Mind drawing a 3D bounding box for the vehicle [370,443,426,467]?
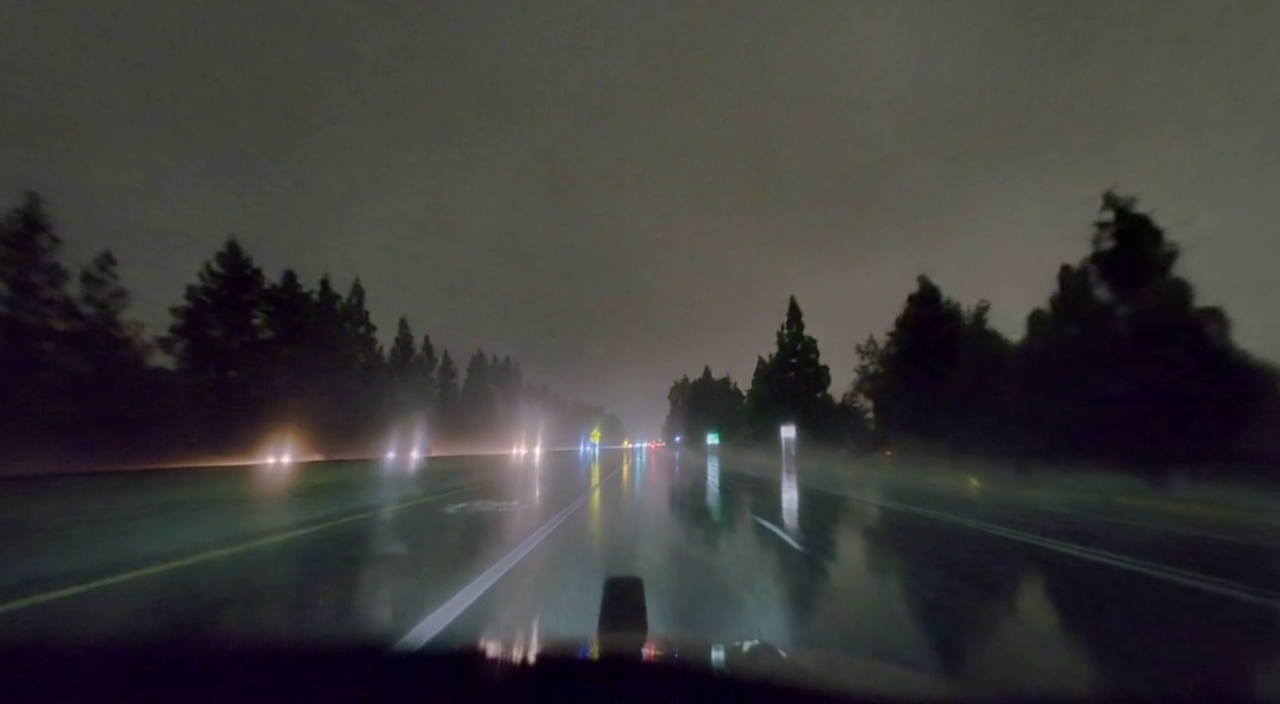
[{"bbox_3d":[-17.249,7.381,45.265,2.062,1.597,4.765,0,-9,1],"label":"vehicle"}]
